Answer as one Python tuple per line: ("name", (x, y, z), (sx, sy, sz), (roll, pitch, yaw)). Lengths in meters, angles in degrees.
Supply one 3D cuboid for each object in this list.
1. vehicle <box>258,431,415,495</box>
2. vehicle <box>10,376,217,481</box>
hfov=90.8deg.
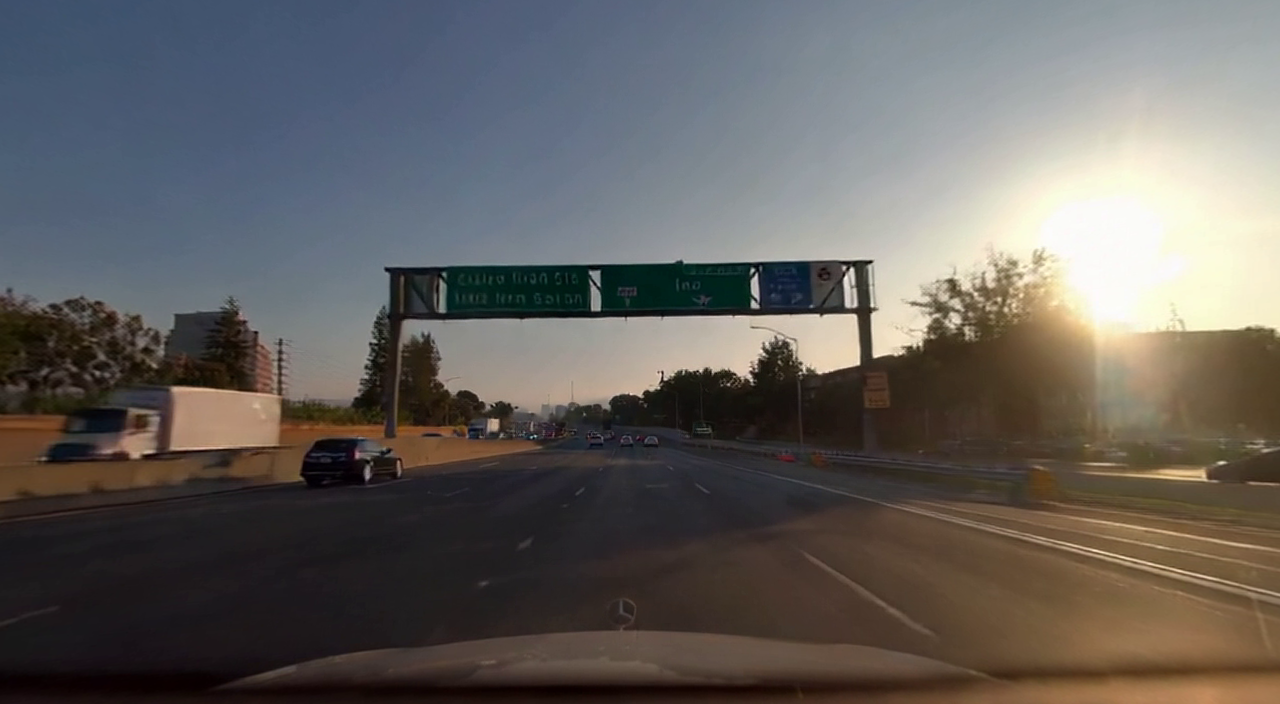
("vehicle", (-8.050, 2.991, 17.337), (2.060, 1.507, 4.494), (0, -8, 0))
("vehicle", (-22.381, 3.402, 27.558), (3.014, 3.972, 6.801), (0, -8, -1))
